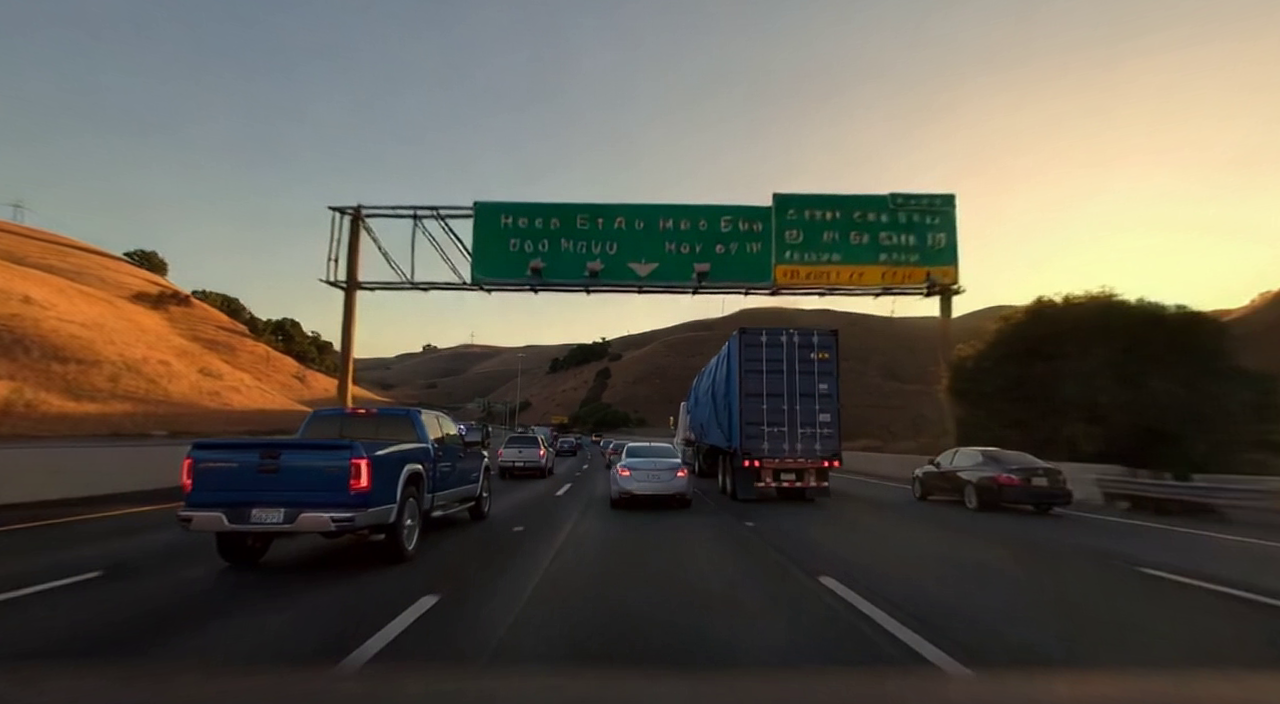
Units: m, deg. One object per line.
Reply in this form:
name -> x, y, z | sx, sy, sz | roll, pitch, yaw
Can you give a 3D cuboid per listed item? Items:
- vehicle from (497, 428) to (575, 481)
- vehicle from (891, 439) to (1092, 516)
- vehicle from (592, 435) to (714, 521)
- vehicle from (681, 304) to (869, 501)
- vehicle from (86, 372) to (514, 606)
vehicle -> -3.833, 3.910, 24.324 | 2.348, 1.821, 5.061 | 0, -8, -2
vehicle -> 7.750, 2.762, 14.510 | 2.092, 1.495, 4.194 | 0, -8, -2
vehicle -> 0.171, 2.467, 12.962 | 2.105, 1.471, 3.978 | 0, -8, -2
vehicle -> 3.153, 1.791, 18.598 | 2.759, 4.098, 10.906 | 0, -8, -2
vehicle -> -3.304, 1.492, 7.877 | 2.318, 1.902, 5.374 | 0, -8, 0
